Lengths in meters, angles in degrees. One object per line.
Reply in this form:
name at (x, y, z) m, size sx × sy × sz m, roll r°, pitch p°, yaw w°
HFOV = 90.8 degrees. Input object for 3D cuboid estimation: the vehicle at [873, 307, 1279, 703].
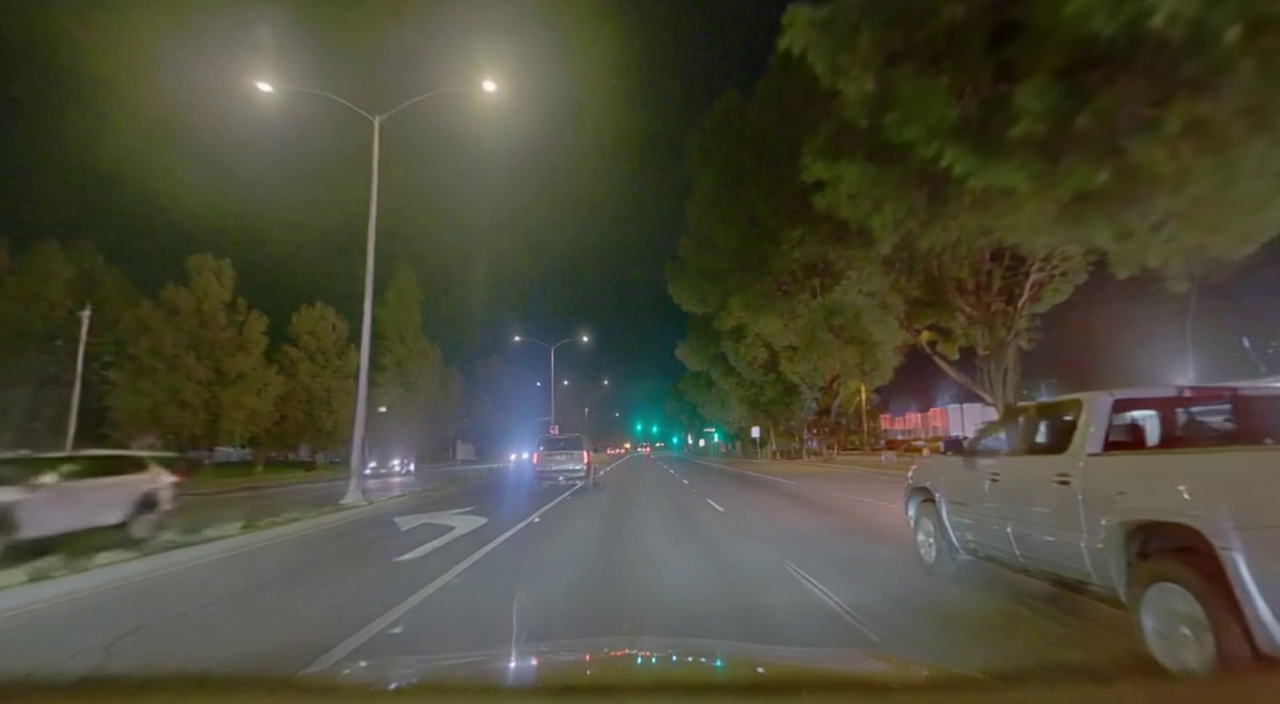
vehicle at (3.485, 0.953, 3.914) m, size 2.238 × 1.767 × 4.563 m, roll 0°, pitch -8°, yaw -1°

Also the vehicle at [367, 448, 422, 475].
vehicle at (-17.016, 7.592, 44.024) m, size 2.060 × 1.769 × 4.385 m, roll 0°, pitch -8°, yaw 0°

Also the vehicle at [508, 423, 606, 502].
vehicle at (-2.111, 3.004, 17.644) m, size 2.300 × 1.870 × 4.936 m, roll 0°, pitch -8°, yaw -3°

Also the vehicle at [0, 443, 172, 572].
vehicle at (-8.884, 2.038, 8.599) m, size 2.001 × 1.579 × 3.930 m, roll 0°, pitch -8°, yaw 0°
